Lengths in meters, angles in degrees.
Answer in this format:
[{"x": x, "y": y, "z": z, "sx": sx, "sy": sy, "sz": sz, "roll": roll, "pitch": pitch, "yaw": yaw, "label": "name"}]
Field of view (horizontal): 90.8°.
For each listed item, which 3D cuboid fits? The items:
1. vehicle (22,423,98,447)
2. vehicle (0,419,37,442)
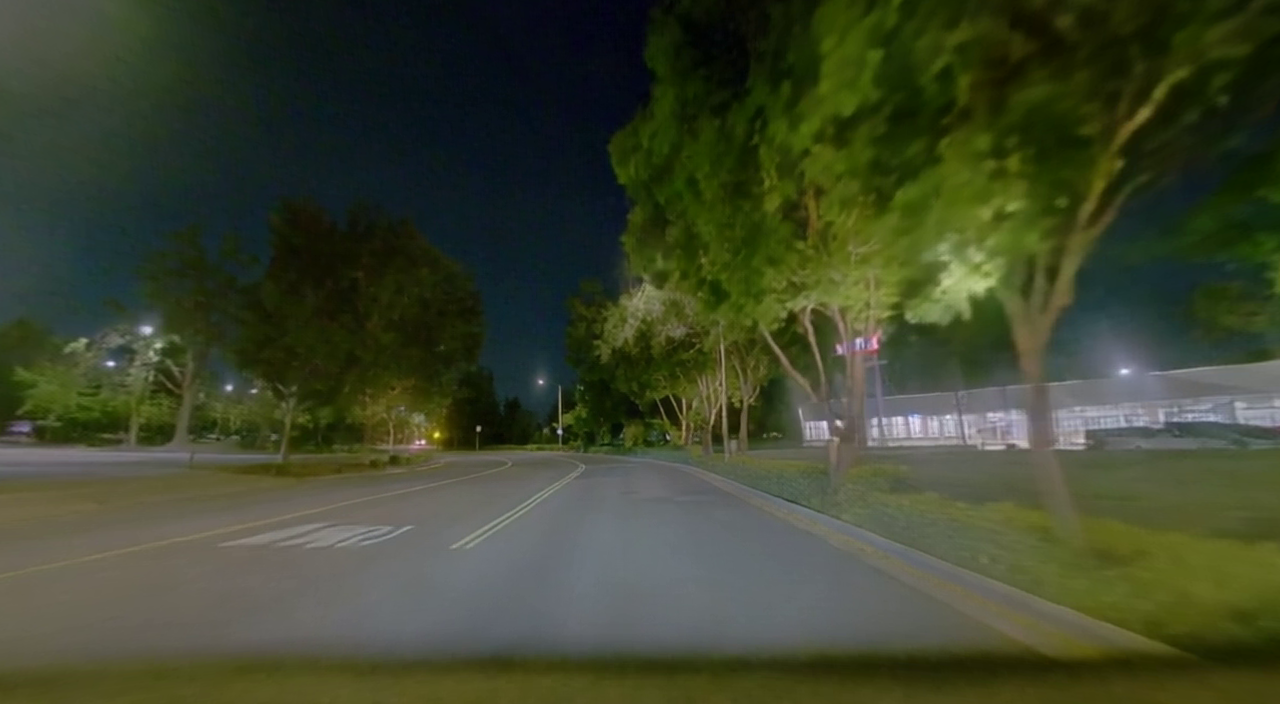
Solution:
[{"x": -40.987, "y": 5.879, "z": 44.773, "sx": 1.837, "sy": 1.642, "sz": 4.345, "roll": 2, "pitch": -8, "yaw": -10, "label": "vehicle"}, {"x": -50.144, "y": 6.172, "z": 49.569, "sx": 1.920, "sy": 1.729, "sz": 4.303, "roll": 1, "pitch": -8, "yaw": -11, "label": "vehicle"}]
